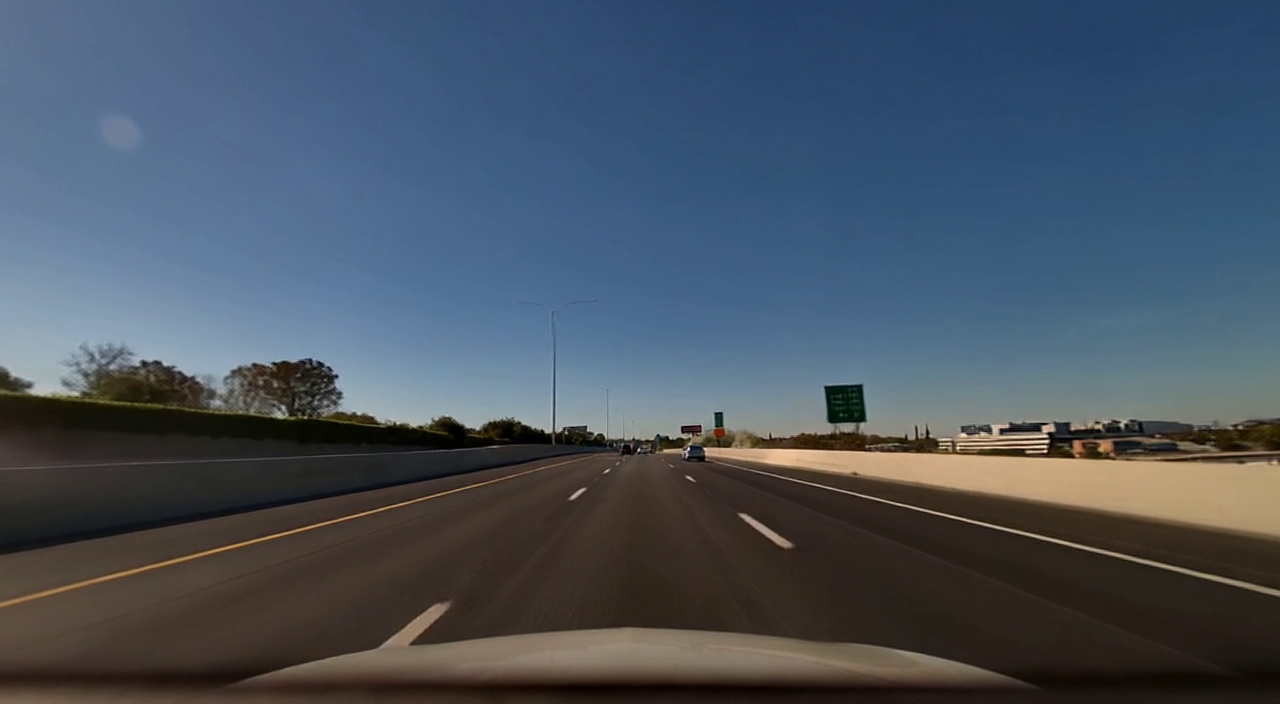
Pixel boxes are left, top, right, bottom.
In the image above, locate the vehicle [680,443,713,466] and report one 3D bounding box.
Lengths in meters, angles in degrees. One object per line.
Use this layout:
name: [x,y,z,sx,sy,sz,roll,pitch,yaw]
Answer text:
vehicle: [4.079,7.419,45.826,2.003,1.520,4.058,0,-8,0]
